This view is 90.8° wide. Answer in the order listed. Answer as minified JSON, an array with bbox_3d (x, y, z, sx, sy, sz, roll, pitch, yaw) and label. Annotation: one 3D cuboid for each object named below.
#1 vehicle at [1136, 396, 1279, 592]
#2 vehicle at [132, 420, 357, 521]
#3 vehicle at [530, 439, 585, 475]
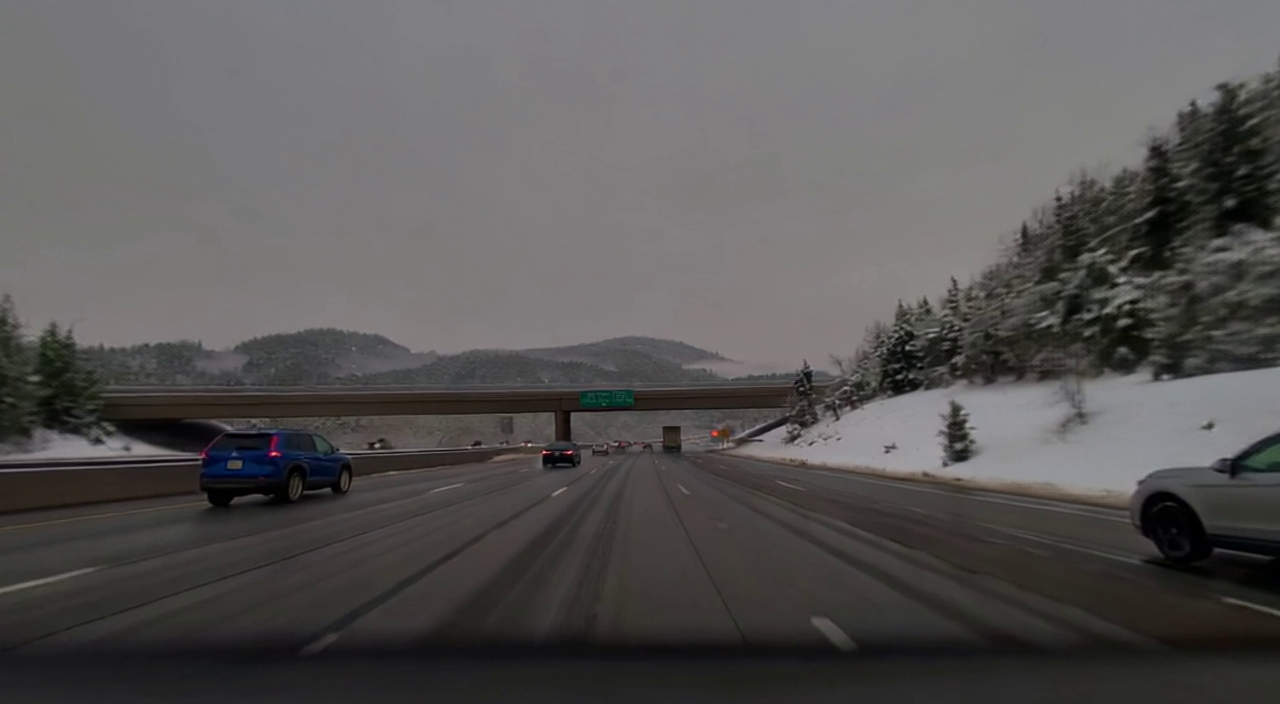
[{"bbox_3d":[6.667,1.147,4.864,1.950,1.719,4.545,0,-9,0],"label":"vehicle"},{"bbox_3d":[-7.644,2.324,12.840,1.860,1.694,4.173,0,-9,-1],"label":"vehicle"},{"bbox_3d":[-3.689,4.769,28.957,1.925,1.509,4.363,0,-9,0],"label":"vehicle"}]
